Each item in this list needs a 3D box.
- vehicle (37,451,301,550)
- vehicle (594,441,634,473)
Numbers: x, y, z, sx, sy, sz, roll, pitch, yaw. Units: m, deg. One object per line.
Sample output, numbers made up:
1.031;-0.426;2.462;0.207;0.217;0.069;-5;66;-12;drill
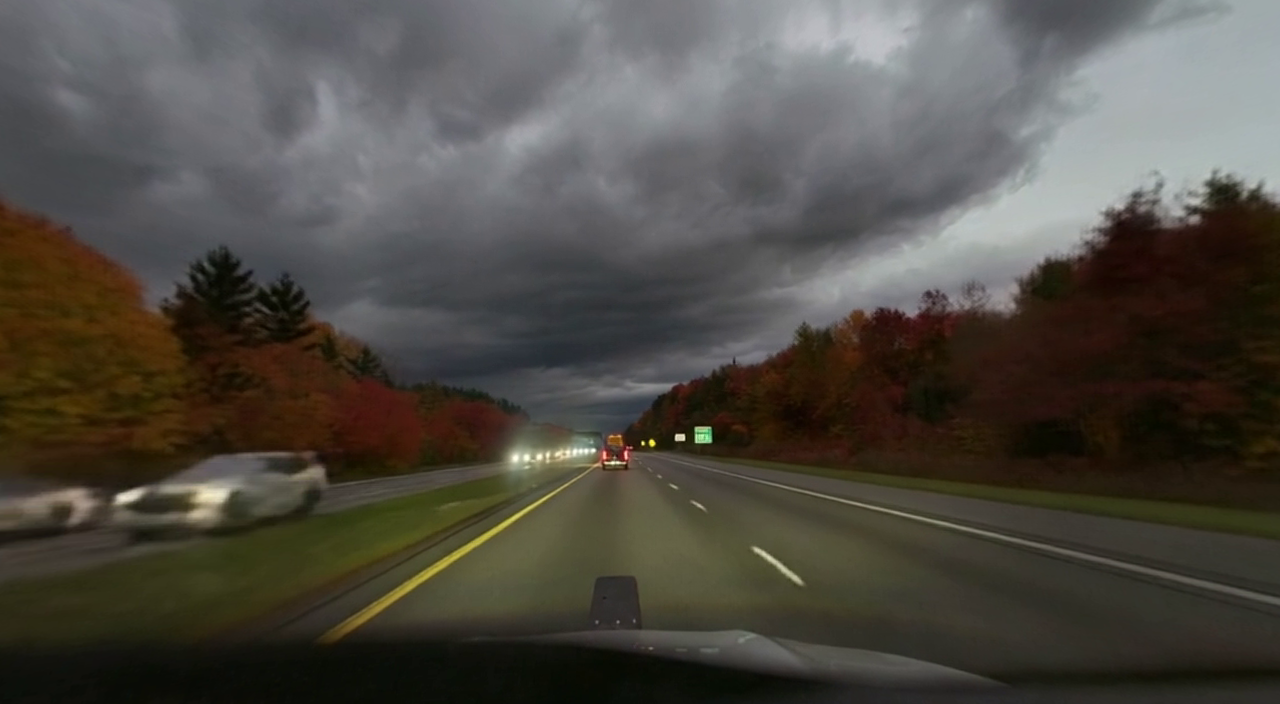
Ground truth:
-9.251;2.889;12.949;2.076;1.635;4.399;0;-9;-2;vehicle
-1.498;6.032;36.218;2.168;1.705;4.272;0;-9;-2;vehicle
